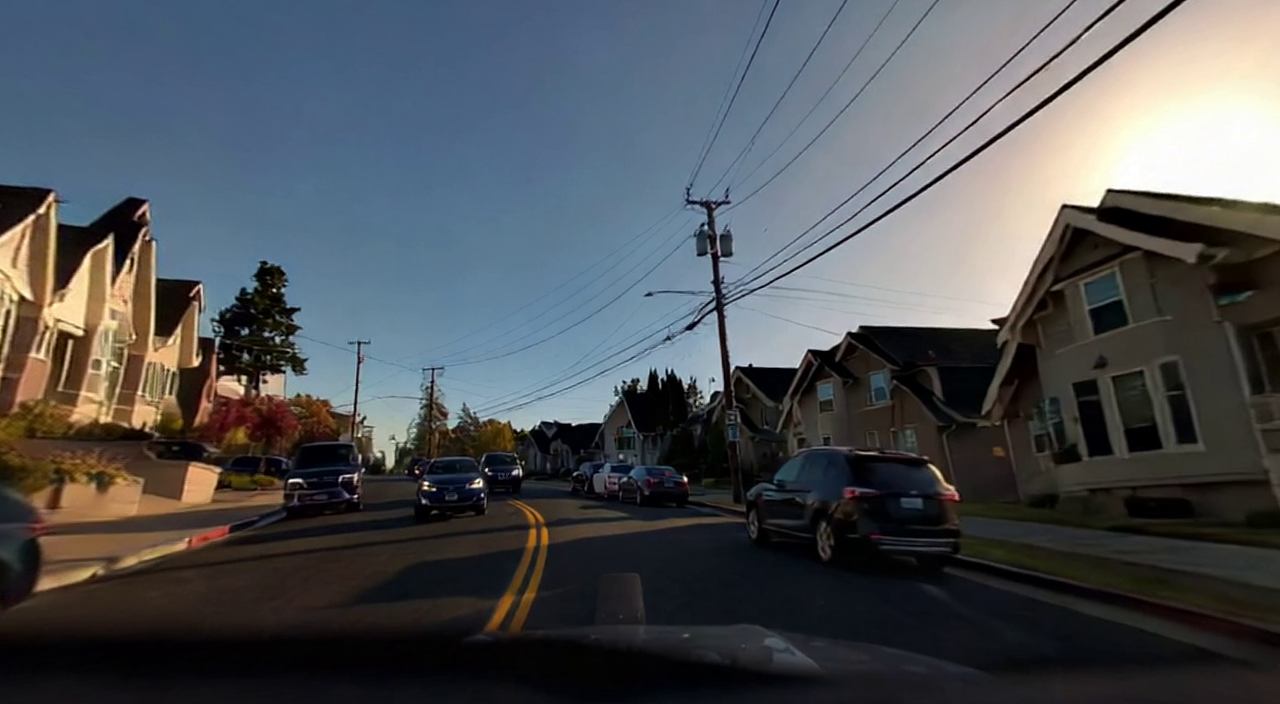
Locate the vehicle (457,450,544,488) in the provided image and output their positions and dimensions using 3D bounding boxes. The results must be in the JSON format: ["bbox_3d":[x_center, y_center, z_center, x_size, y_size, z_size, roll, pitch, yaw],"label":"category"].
[{"bbox_3d":[-8.163,6.726,36.555,2.449,1.869,5.504,14,-15,-38],"label":"vehicle"}]

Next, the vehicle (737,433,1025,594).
[{"bbox_3d":[3.082,2.165,9.413,1.994,1.682,4.750,4,-9,-6],"label":"vehicle"}]

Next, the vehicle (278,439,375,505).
[{"bbox_3d":[-10.135,3.911,20.873,2.378,1.840,5.389,5,-11,-22],"label":"vehicle"}]

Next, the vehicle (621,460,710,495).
[{"bbox_3d":[1.313,6.317,32.100,4.163,1.586,2.023,6,-11,-36],"label":"vehicle"}]

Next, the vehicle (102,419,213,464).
[{"bbox_3d":[-24.495,4.630,32.177,4.064,1.569,1.861,19,-24,-41],"label":"vehicle"}]

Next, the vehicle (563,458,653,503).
[{"bbox_3d":[-1.362,4.983,24.965,1.923,1.531,4.568,5,-10,-25],"label":"vehicle"}]
